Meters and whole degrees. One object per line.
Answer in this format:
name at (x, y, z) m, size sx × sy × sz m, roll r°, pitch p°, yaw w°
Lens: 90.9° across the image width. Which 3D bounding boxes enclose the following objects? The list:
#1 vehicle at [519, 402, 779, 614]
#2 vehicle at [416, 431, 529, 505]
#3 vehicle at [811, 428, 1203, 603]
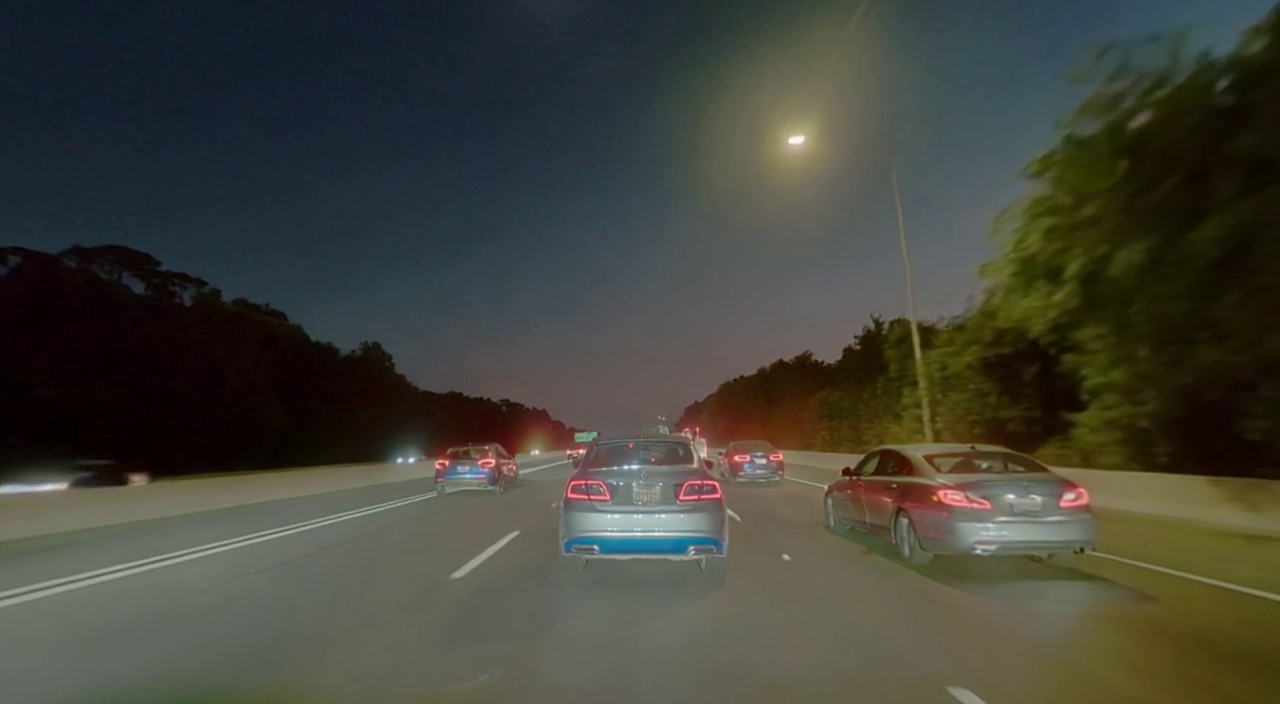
vehicle at (0.018, 1.550, 7.061) m, size 2.093 × 1.695 × 3.782 m, roll 0°, pitch -9°, yaw -2°
vehicle at (-4.251, 3.015, 16.670) m, size 1.890 × 1.708 × 3.844 m, roll 0°, pitch -9°, yaw 0°
vehicle at (3.682, 1.715, 7.565) m, size 1.953 × 1.434 × 4.511 m, roll 0°, pitch -9°, yaw -1°
